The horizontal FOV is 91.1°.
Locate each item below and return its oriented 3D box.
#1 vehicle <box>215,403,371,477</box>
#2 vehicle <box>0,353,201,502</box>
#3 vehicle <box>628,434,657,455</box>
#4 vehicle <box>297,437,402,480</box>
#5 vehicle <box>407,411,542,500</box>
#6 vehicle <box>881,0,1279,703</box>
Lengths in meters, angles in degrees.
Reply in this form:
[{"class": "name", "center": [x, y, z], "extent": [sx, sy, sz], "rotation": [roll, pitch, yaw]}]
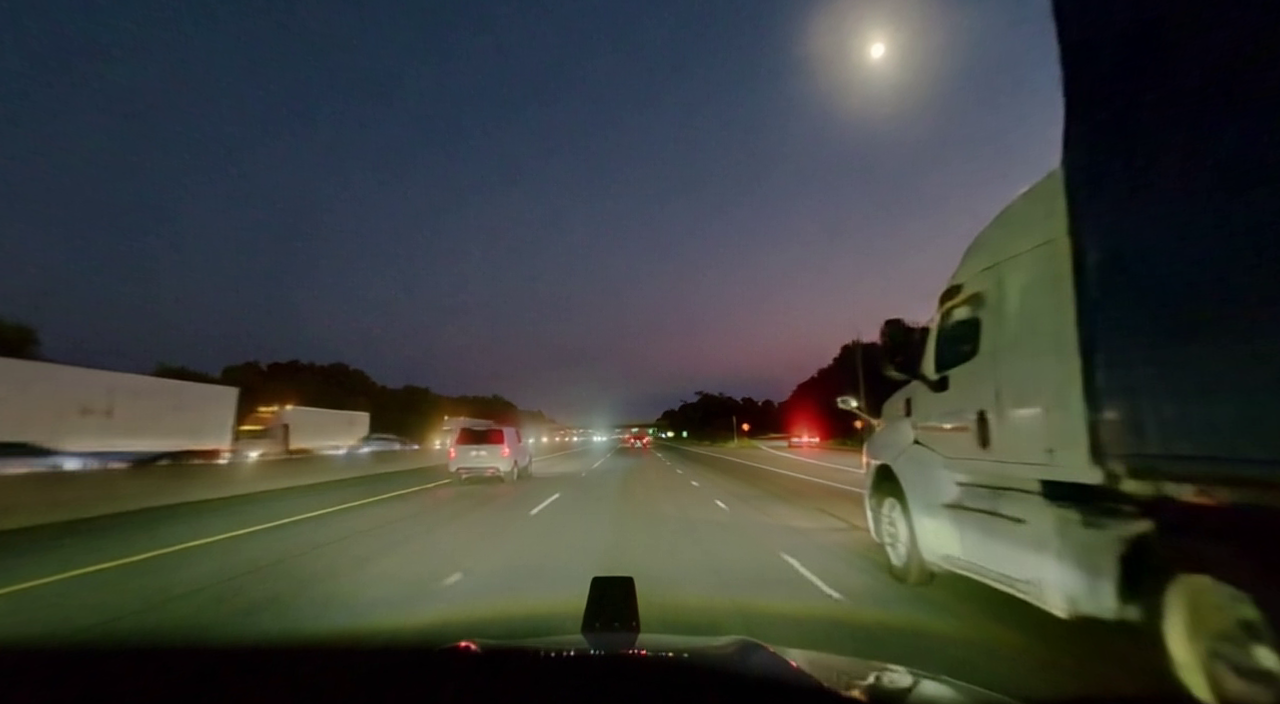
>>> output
[{"class": "vehicle", "center": [-19.522, 5.102, 36.606], "extent": [3.025, 3.610, 10.687], "rotation": [0, -8, 0]}, {"class": "vehicle", "center": [-19.557, 2.206, 18.203], "extent": [3.167, 4.158, 14.825], "rotation": [0, -8, -1]}, {"class": "vehicle", "center": [0.155, 7.026, 48.012], "extent": [2.051, 1.528, 4.265], "rotation": [0, -8, -1]}, {"class": "vehicle", "center": [-11.428, 4.177, 25.162], "extent": [1.957, 1.555, 4.700], "rotation": [0, -8, 0]}, {"class": "vehicle", "center": [-3.949, 2.552, 15.992], "extent": [2.115, 1.887, 4.721], "rotation": [0, -8, 0]}, {"class": "vehicle", "center": [3.663, -0.411, 2.453], "extent": [3.024, 4.287, 5.601], "rotation": [0, -7, -1]}]
